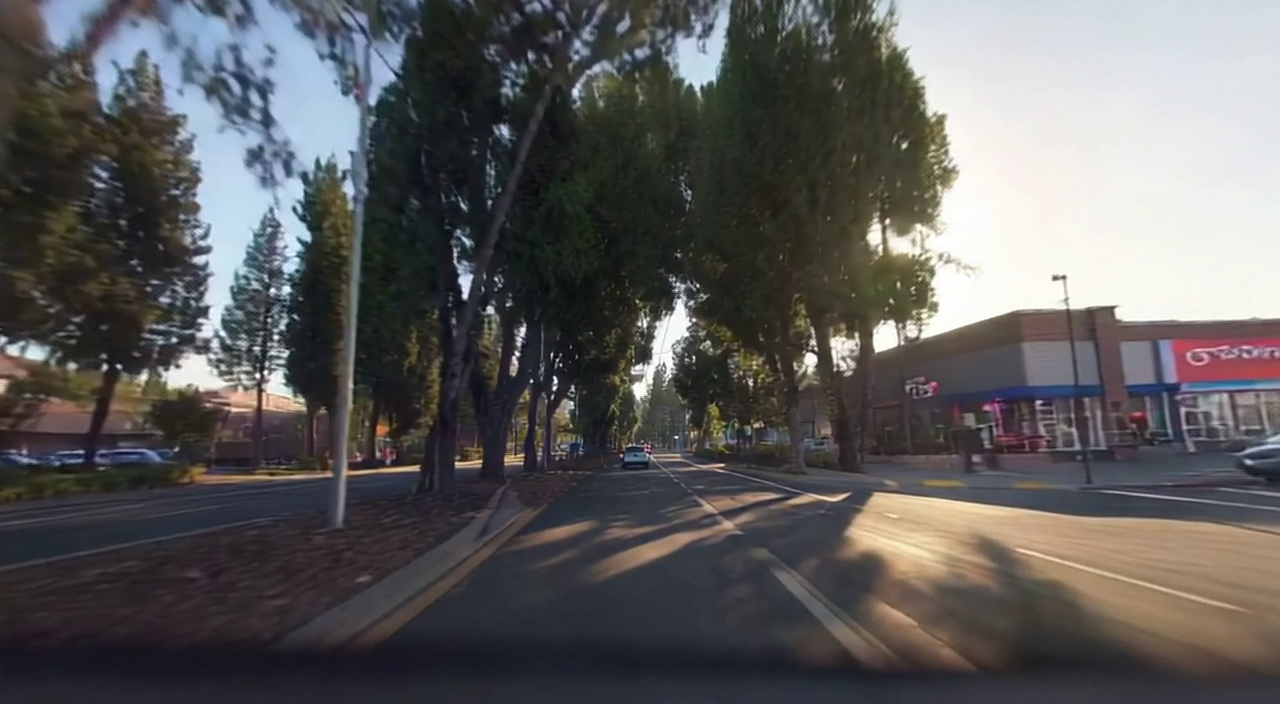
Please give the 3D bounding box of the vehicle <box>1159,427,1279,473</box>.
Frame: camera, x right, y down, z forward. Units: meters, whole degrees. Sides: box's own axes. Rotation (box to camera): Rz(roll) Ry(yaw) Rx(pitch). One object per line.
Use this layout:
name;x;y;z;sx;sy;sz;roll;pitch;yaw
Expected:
vehicle;20.696;3.298;21.360;4.396;1.450;1.956;-1;-9;4

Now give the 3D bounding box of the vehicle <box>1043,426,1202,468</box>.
vehicle;19.939;3.952;26.282;4.758;1.677;2.154;0;-9;2
